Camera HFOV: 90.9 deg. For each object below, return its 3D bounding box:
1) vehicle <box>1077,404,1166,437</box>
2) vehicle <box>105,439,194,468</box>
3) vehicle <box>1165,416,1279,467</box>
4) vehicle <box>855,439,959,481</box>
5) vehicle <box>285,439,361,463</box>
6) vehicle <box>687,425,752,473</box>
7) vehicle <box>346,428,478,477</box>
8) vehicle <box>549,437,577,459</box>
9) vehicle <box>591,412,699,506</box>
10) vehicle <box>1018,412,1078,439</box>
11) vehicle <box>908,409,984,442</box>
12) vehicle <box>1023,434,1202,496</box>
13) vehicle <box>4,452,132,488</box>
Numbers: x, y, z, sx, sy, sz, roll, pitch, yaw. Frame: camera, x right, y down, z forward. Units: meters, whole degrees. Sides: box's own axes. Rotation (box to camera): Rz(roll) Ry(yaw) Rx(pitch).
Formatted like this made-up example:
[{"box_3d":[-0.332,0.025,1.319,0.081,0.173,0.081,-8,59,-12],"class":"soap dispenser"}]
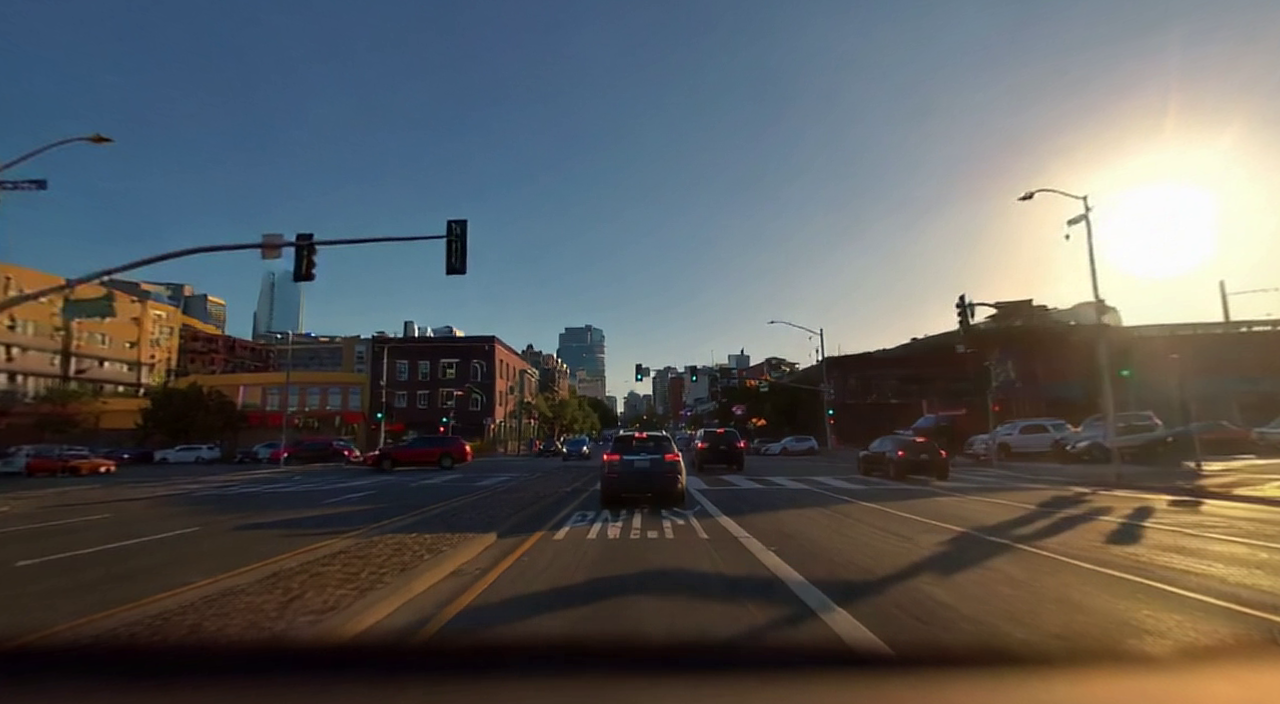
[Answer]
[{"box_3d":[29.415,4.141,38.723,1.913,1.651,4.727,3,-3,2],"class":"vehicle"},{"box_3d":[-31.671,6.674,40.979,2.060,1.732,5.462,1,-11,-9],"class":"vehicle"},{"box_3d":[18.917,2.707,19.273,1.735,1.417,4.476,-3,-8,-2],"class":"vehicle"},{"box_3d":[9.872,4.007,23.754,1.863,1.426,4.494,0,-8,-1],"class":"vehicle"},{"box_3d":[-23.597,7.380,47.071,4.511,1.670,2.082,-1,-10,0],"class":"vehicle"},{"box_3d":[3.433,4.323,28.370,2.115,1.932,5.189,0,-8,-1],"class":"vehicle"},{"box_3d":[-9.387,4.096,26.012,4.827,1.856,2.291,3,-9,-23],"class":"vehicle"},{"box_3d":[-5.999,7.514,49.531,1.577,1.335,4.176,-2,-4,2],"class":"vehicle"},{"box_3d":[0.057,2.496,15.073,2.157,1.863,4.665,0,-8,-1],"class":"vehicle"},{"box_3d":[24.535,4.399,38.028,1.422,1.496,3.318,1,-6,1],"class":"vehicle"},{"box_3d":[18.665,4.608,38.785,2.123,1.884,5.170,0,-8,0],"class":"vehicle"},{"box_3d":[13.792,3.301,18.836,1.734,1.527,4.531,-3,-8,-1],"class":"vehicle"},{"box_3d":[-27.247,5.659,30.209,3.892,1.541,2.031,4,-10,-13],"class":"vehicle"}]
